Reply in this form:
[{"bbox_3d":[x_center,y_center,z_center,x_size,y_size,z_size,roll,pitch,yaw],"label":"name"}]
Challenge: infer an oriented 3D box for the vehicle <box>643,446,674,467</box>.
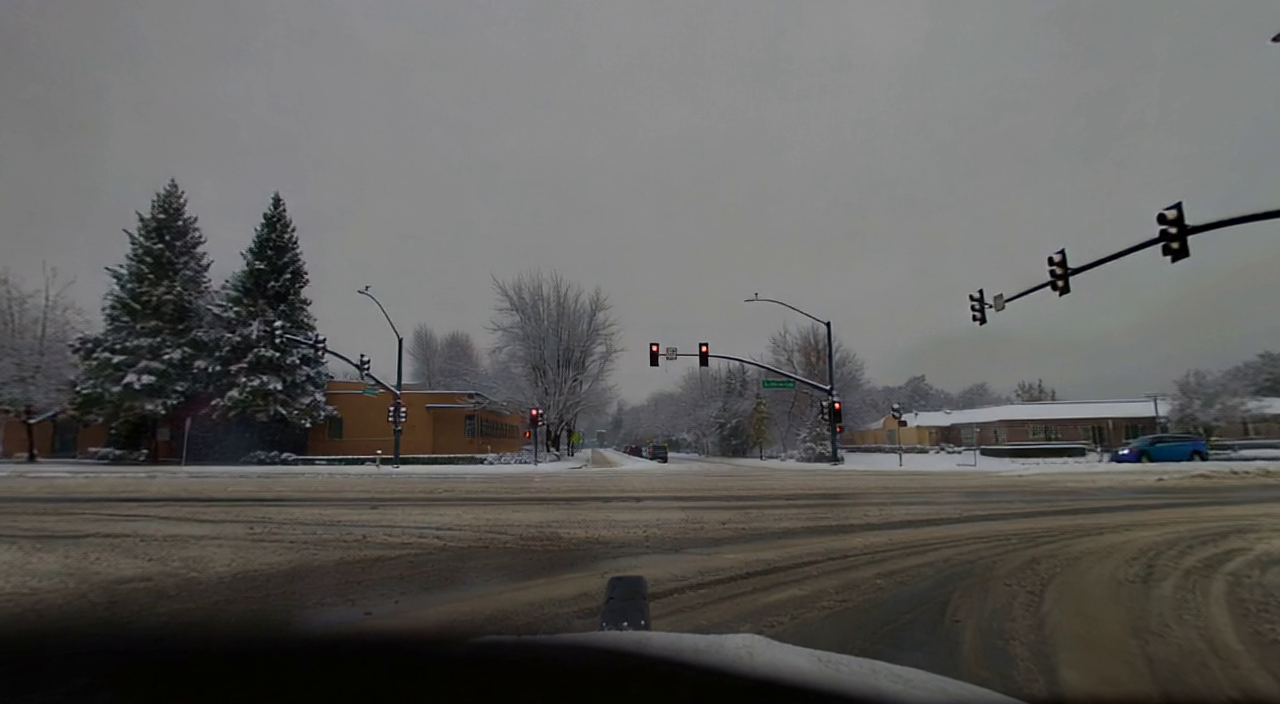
[{"bbox_3d":[1.291,7.637,46.444,2.132,1.449,4.235,0,-9,0],"label":"vehicle"}]
